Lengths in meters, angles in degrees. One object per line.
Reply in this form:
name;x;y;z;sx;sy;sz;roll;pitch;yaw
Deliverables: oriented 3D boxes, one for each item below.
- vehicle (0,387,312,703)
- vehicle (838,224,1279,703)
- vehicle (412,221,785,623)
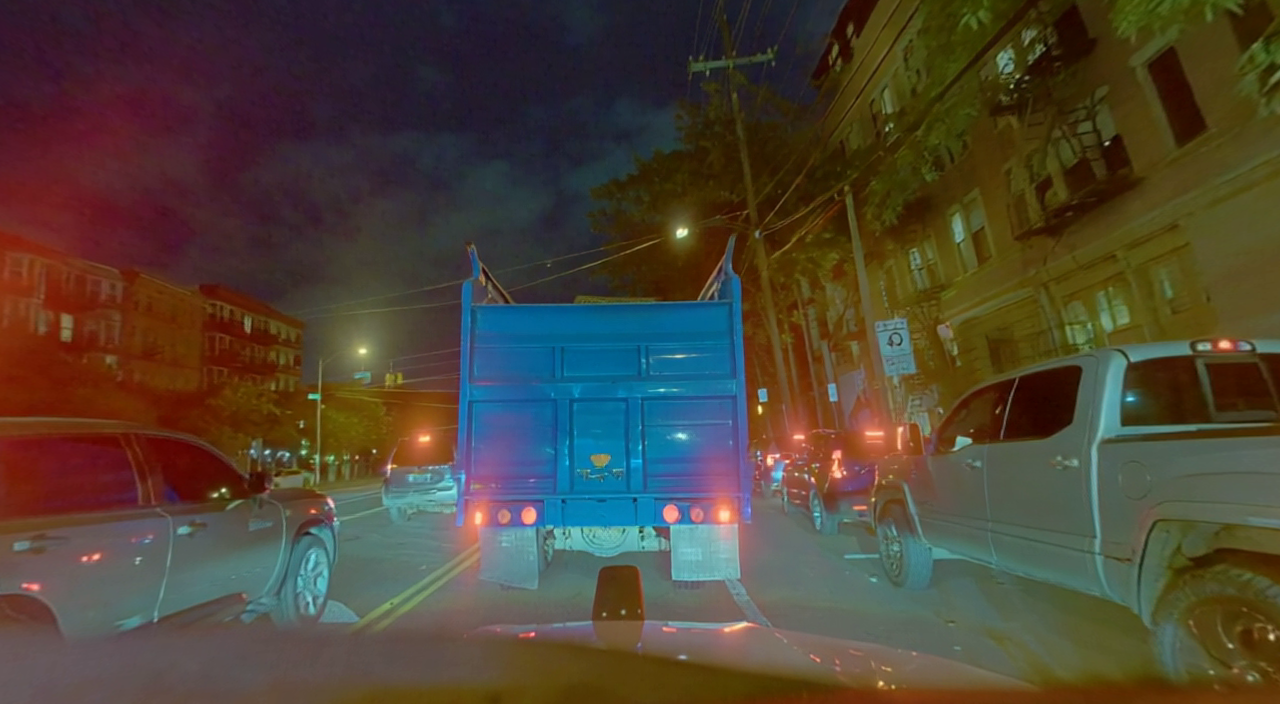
vehicle;-4.116;1.095;3.662;1.988;1.657;4.492;0;-8;0
vehicle;3.238;0.847;3.858;2.242;1.979;5.722;0;-8;1
vehicle;-0.221;1.101;9.177;2.878;3.204;8.244;0;-8;2
